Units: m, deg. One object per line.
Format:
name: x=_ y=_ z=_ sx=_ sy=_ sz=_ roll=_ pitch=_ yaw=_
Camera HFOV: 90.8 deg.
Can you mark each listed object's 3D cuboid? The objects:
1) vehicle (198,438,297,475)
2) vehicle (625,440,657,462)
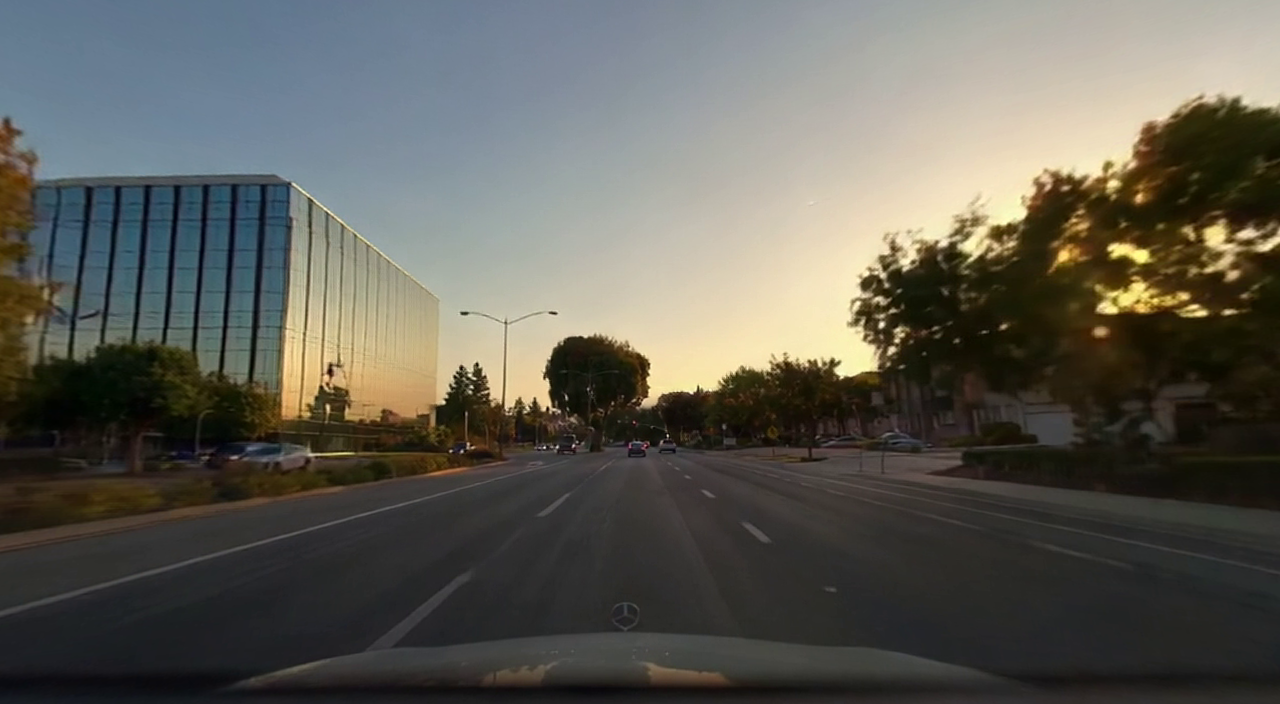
vehicle: x=-21.253 y=5.667 z=34.531 sx=2.308 sy=1.840 sz=5.236 roll=1 pitch=-8 yaw=-4
vehicle: x=0.035 y=6.859 z=43.878 sx=2.080 sy=1.445 sz=4.096 roll=0 pitch=-8 yaw=-1
